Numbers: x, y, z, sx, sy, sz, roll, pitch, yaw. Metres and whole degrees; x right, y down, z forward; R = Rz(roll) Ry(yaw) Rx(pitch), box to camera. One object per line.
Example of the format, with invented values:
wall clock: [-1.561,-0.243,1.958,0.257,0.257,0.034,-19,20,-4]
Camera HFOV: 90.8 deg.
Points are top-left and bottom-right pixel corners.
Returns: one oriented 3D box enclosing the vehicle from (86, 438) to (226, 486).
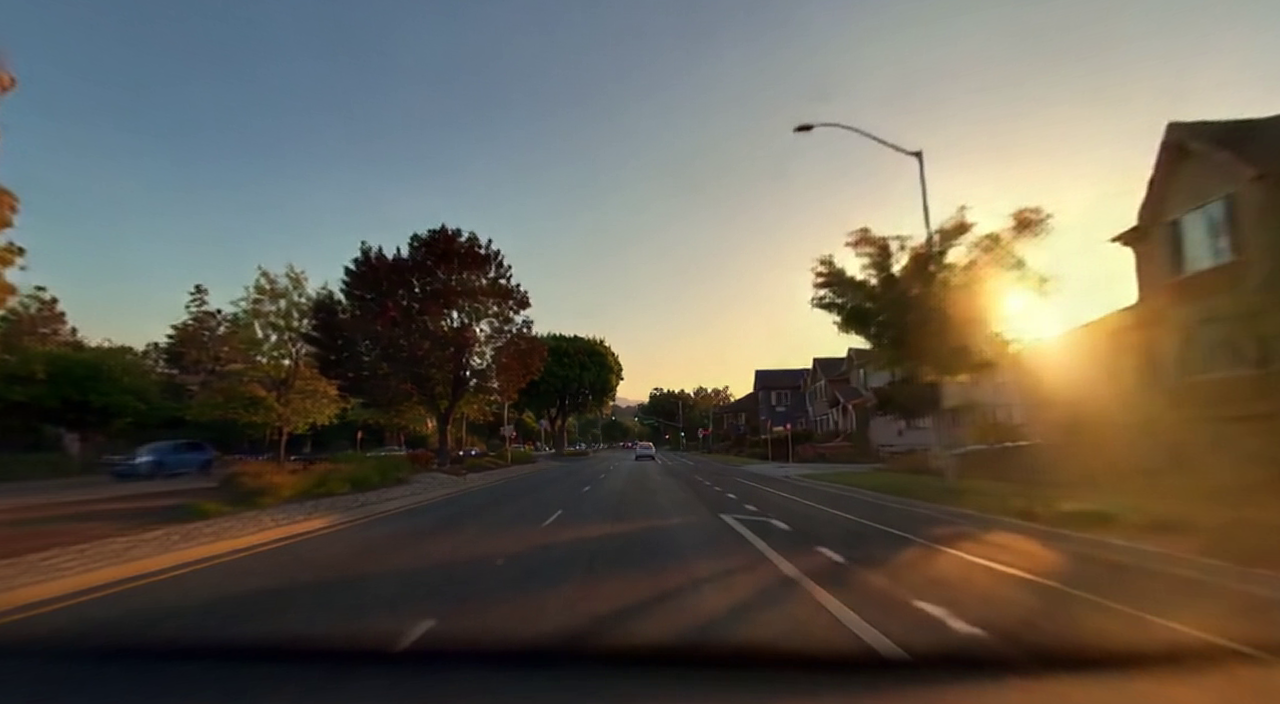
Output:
vehicle: [-19.846,4.529,26.271,1.984,1.790,4.830,0,-9,0]
